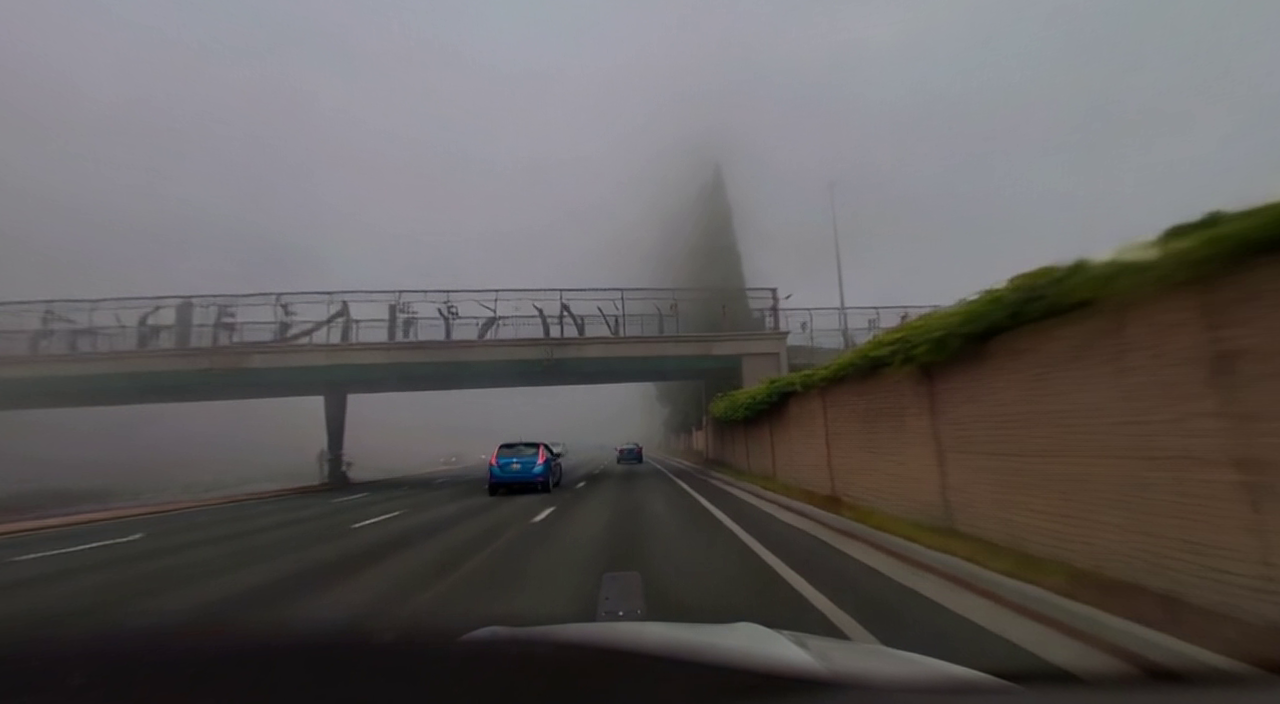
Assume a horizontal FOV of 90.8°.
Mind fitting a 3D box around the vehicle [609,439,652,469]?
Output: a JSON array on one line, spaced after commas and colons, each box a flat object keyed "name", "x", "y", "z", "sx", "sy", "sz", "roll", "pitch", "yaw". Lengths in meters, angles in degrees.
[{"name": "vehicle", "x": -0.566, "y": 5.628, "z": 35.112, "sx": 2.205, "sy": 1.509, "sz": 4.272, "roll": 0, "pitch": -8, "yaw": -2}]

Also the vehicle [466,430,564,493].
[{"name": "vehicle", "x": -3.837, "y": 3.463, "z": 20.382, "sx": 2.223, "sy": 1.771, "sz": 4.581, "roll": -1, "pitch": -8, "yaw": 0}]
